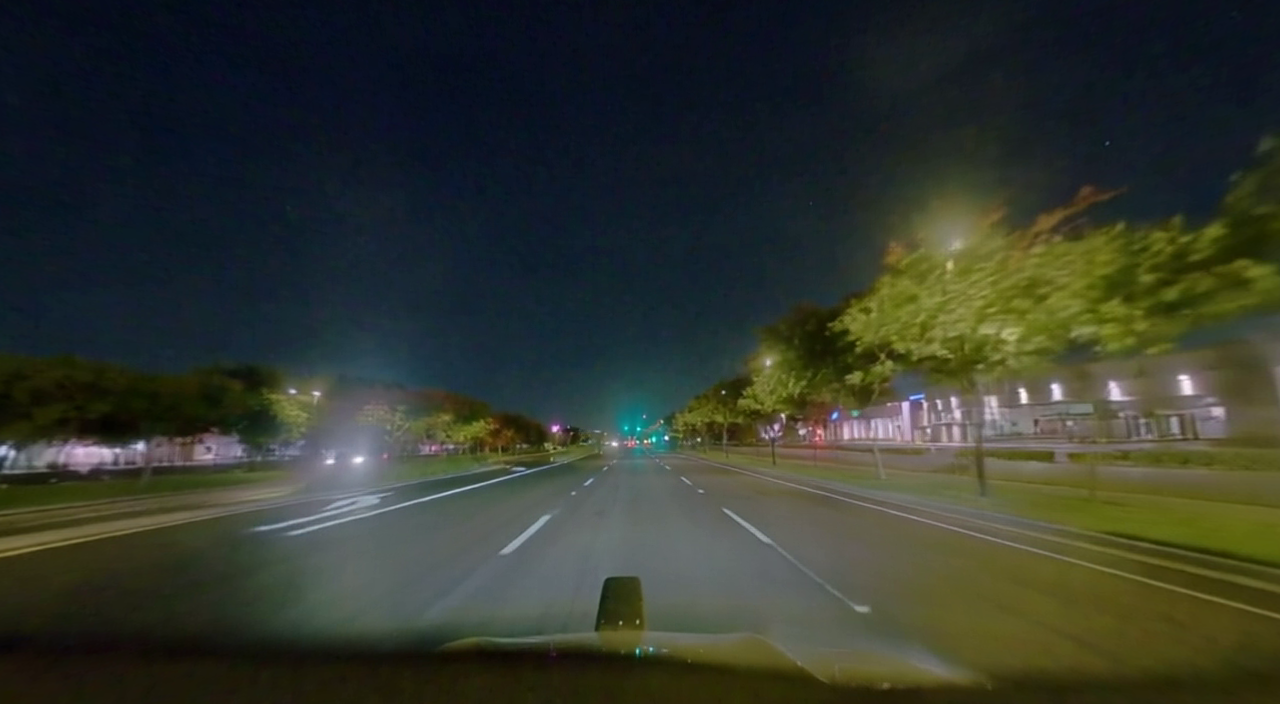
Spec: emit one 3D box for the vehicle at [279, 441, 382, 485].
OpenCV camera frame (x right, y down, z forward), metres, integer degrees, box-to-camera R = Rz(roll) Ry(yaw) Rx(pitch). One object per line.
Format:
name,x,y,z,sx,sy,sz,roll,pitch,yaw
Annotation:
vehicle,-13.779,4.926,28.548,2.133,1.770,5.049,0,-8,0
